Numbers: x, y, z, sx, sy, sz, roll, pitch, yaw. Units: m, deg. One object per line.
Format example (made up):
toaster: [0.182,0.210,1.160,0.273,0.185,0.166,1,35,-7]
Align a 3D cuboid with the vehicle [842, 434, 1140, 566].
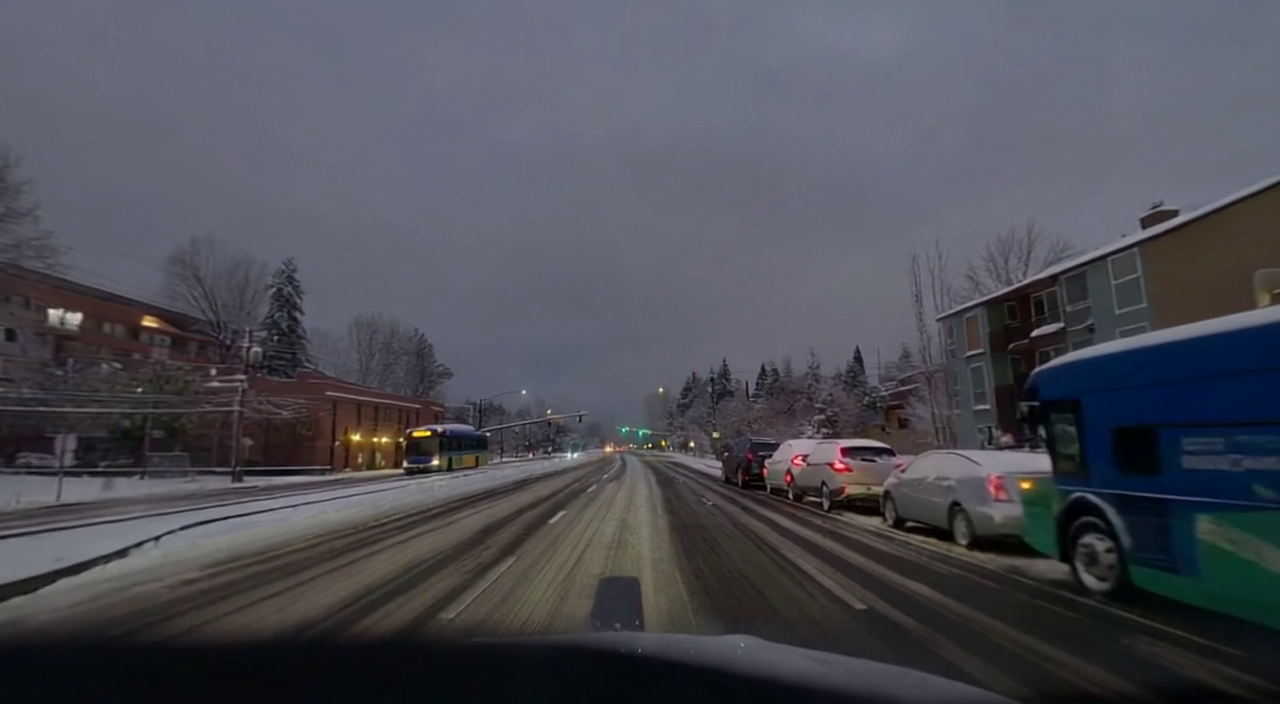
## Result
vehicle: [4.737,2.025,9.524,1.908,1.472,4.541,0,-8,0]

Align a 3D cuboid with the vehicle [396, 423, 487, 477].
vehicle: [-14.691,7.467,48.225,3.021,3.520,12.558,0,-9,-1]

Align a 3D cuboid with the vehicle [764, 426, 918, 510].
vehicle: [4.524,2.695,15.173,2.028,1.660,4.705,0,-8,-2]

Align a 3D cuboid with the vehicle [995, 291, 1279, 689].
vehicle: [4.628,0.660,2.892,2.351,2.125,6.230,0,-8,0]
